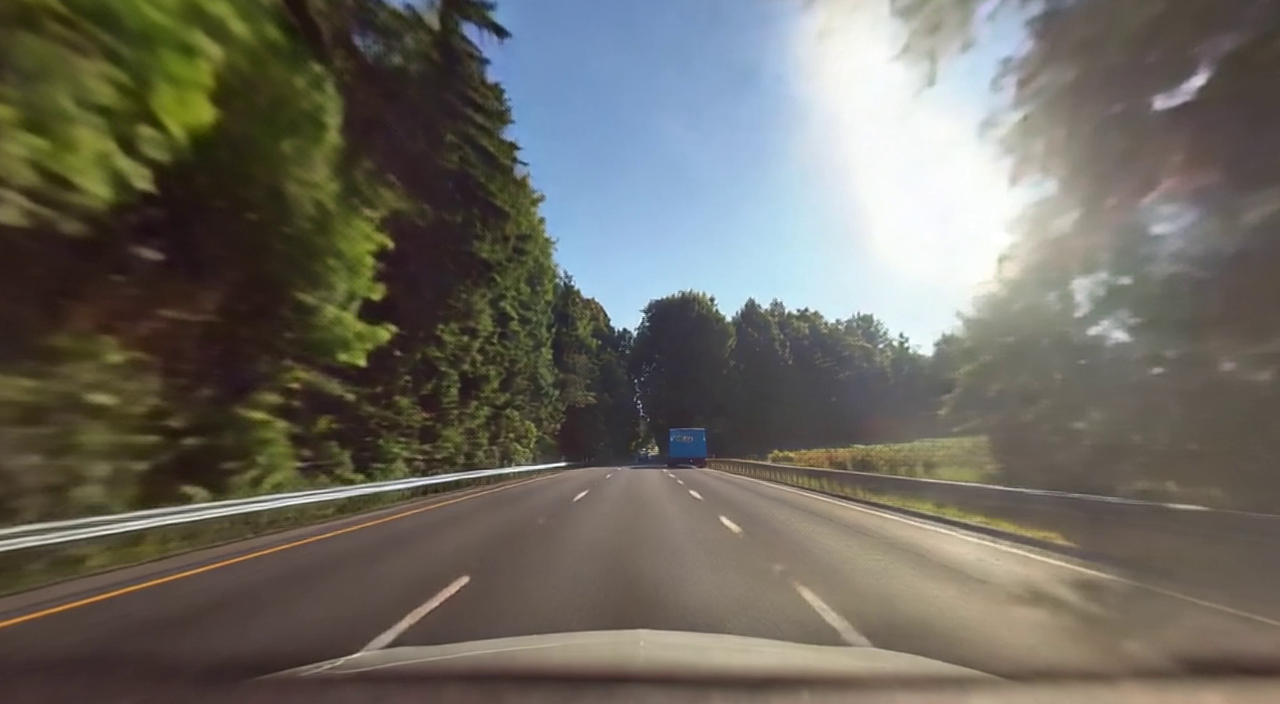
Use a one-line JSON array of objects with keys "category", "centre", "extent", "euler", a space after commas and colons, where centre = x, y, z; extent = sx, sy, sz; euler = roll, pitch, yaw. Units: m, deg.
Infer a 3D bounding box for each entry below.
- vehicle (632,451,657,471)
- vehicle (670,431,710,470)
[{"category": "vehicle", "centre": [0.377, 8.515, 49.531], "extent": [1.900, 1.497, 3.732], "euler": [0, -9, 1]}, {"category": "vehicle", "centre": [3.770, 7.658, 48.737], "extent": [2.572, 2.795, 5.978], "euler": [0, -9, -1]}]
